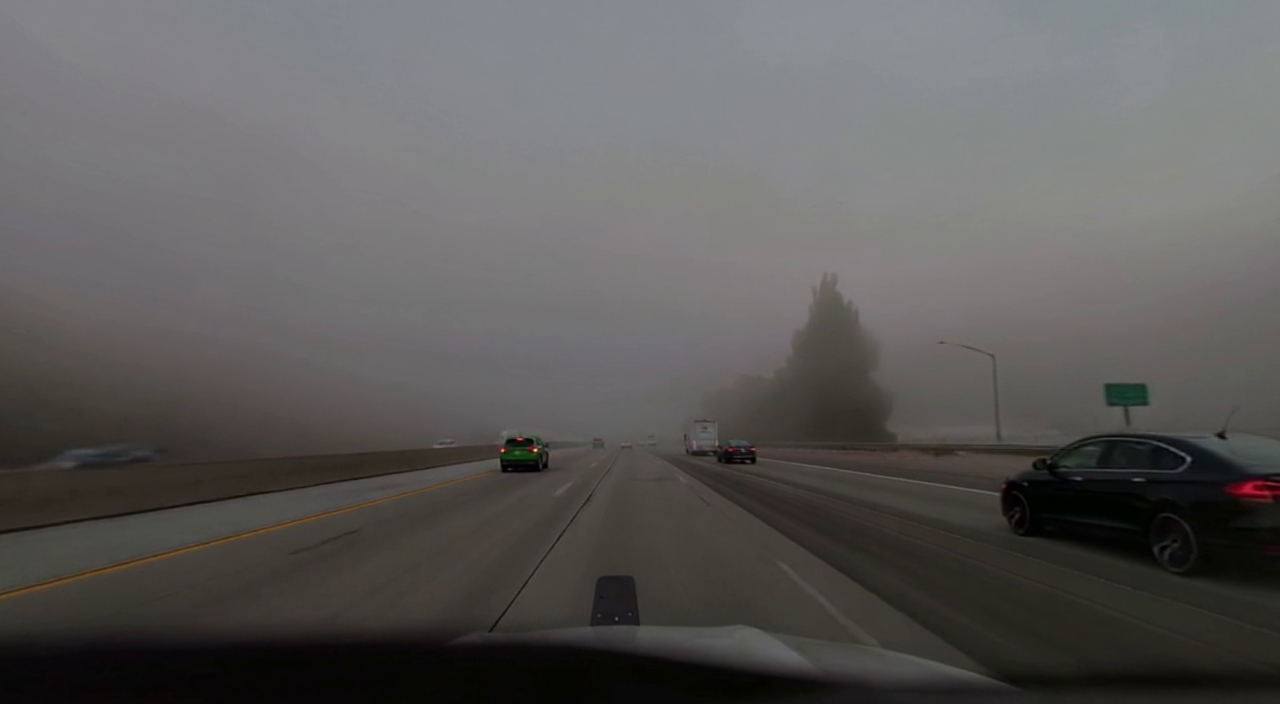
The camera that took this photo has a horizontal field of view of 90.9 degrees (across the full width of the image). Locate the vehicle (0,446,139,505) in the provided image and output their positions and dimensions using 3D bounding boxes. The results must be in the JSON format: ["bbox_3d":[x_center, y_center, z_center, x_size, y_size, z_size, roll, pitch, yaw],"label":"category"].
[{"bbox_3d":[-16.645,3.407,17.879,1.761,1.419,3.733,0,-8,-1],"label":"vehicle"}]

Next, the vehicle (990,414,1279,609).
[{"bbox_3d":[5.920,1.457,6.589,2.028,1.488,4.236,0,-8,-1],"label":"vehicle"}]

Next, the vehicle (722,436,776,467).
[{"bbox_3d":[5.428,4.991,31.943,1.920,1.436,3.890,0,-8,-2],"label":"vehicle"}]

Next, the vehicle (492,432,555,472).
[{"bbox_3d":[-4.849,4.198,26.743,1.966,1.570,3.859,0,-8,-1],"label":"vehicle"}]
